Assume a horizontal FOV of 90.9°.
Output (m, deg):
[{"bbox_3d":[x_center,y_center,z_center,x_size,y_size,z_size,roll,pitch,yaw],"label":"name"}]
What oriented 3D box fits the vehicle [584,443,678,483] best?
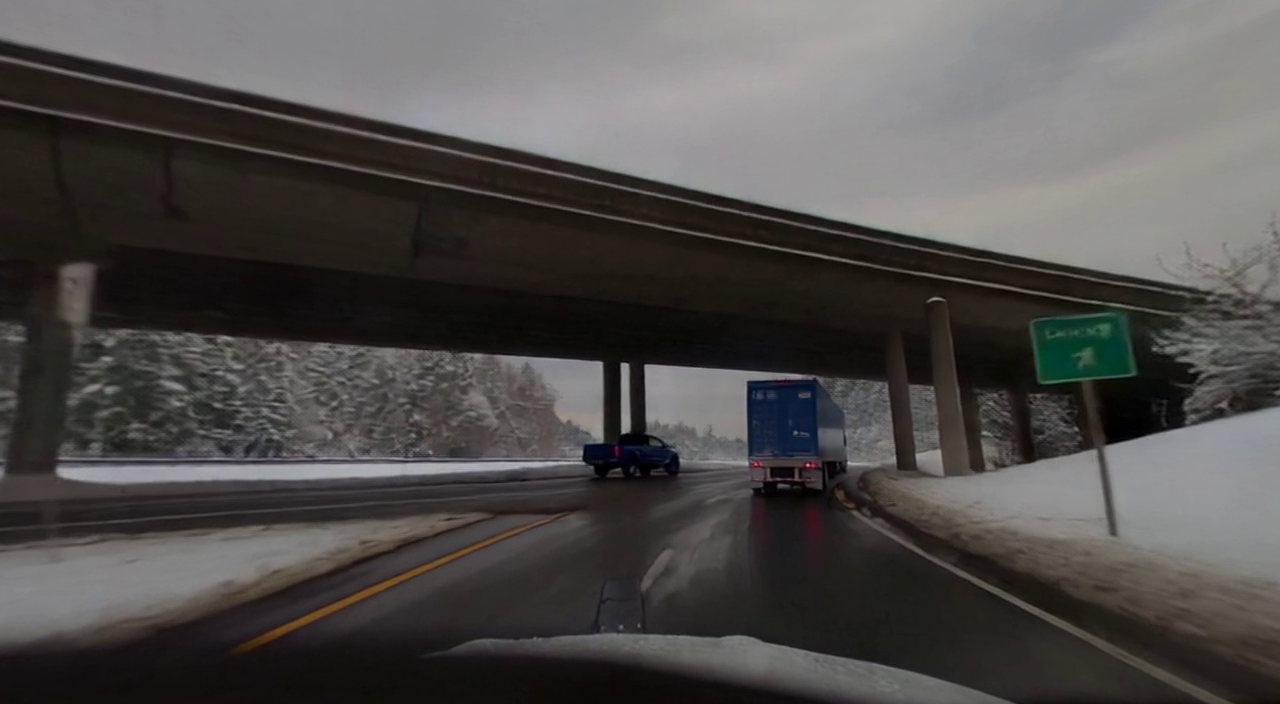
[{"bbox_3d":[-0.285,4.439,25.439,1.940,1.444,4.024,-5,-10,31],"label":"vehicle"}]
